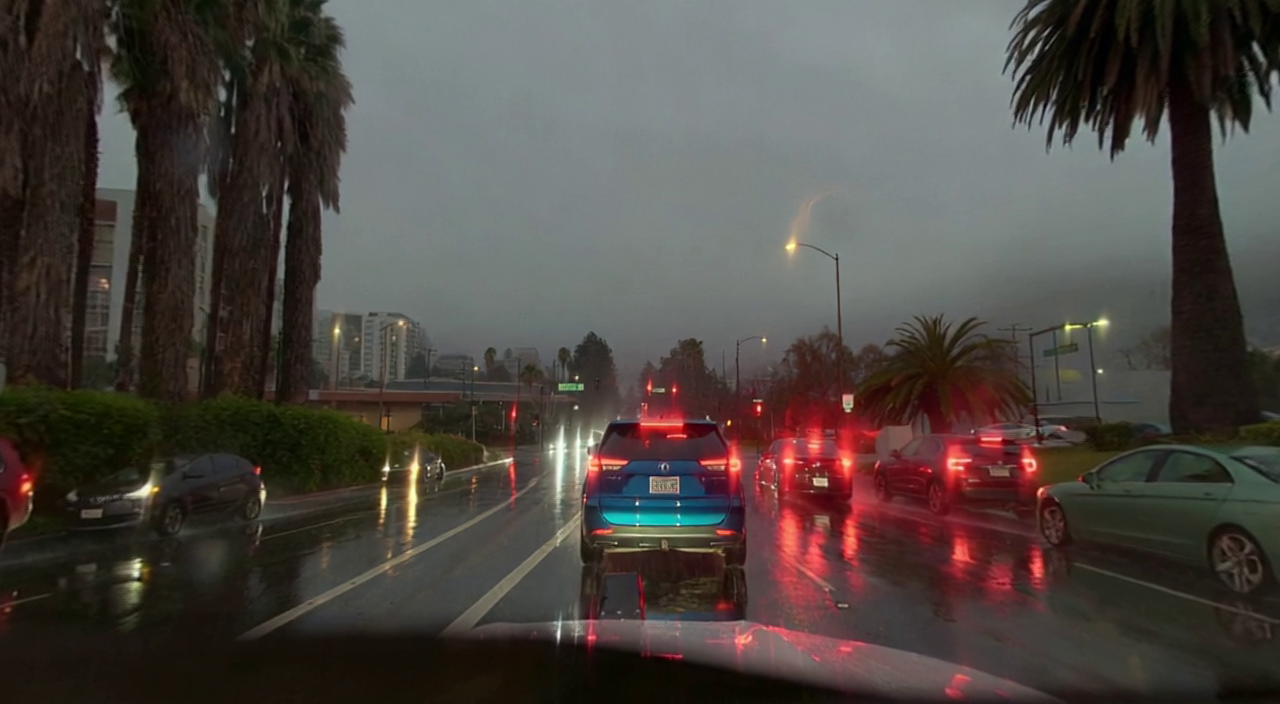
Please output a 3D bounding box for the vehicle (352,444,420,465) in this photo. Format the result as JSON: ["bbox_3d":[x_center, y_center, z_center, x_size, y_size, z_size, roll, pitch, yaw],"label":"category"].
[{"bbox_3d":[-18.696,7.506,46.629,1.759,1.457,4.297,-7,-11,37],"label":"vehicle"}]

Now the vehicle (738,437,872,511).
[{"bbox_3d":[3.721,2.822,15.177,2.021,1.480,4.402,0,-8,0],"label":"vehicle"}]

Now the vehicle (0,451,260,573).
[{"bbox_3d":[-9.587,2.804,11.874,2.054,1.467,4.595,-3,-5,1],"label":"vehicle"}]

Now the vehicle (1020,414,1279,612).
[{"bbox_3d":[6.434,1.595,6.937,1.935,1.672,4.139,0,-8,1],"label":"vehicle"}]

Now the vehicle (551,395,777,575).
[{"bbox_3d":[0.254,1.656,8.564,2.264,1.798,4.258,0,-8,1],"label":"vehicle"}]

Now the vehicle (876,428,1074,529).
[{"bbox_3d":[6.663,2.523,13.243,1.930,1.736,4.329,-1,-8,3],"label":"vehicle"}]
